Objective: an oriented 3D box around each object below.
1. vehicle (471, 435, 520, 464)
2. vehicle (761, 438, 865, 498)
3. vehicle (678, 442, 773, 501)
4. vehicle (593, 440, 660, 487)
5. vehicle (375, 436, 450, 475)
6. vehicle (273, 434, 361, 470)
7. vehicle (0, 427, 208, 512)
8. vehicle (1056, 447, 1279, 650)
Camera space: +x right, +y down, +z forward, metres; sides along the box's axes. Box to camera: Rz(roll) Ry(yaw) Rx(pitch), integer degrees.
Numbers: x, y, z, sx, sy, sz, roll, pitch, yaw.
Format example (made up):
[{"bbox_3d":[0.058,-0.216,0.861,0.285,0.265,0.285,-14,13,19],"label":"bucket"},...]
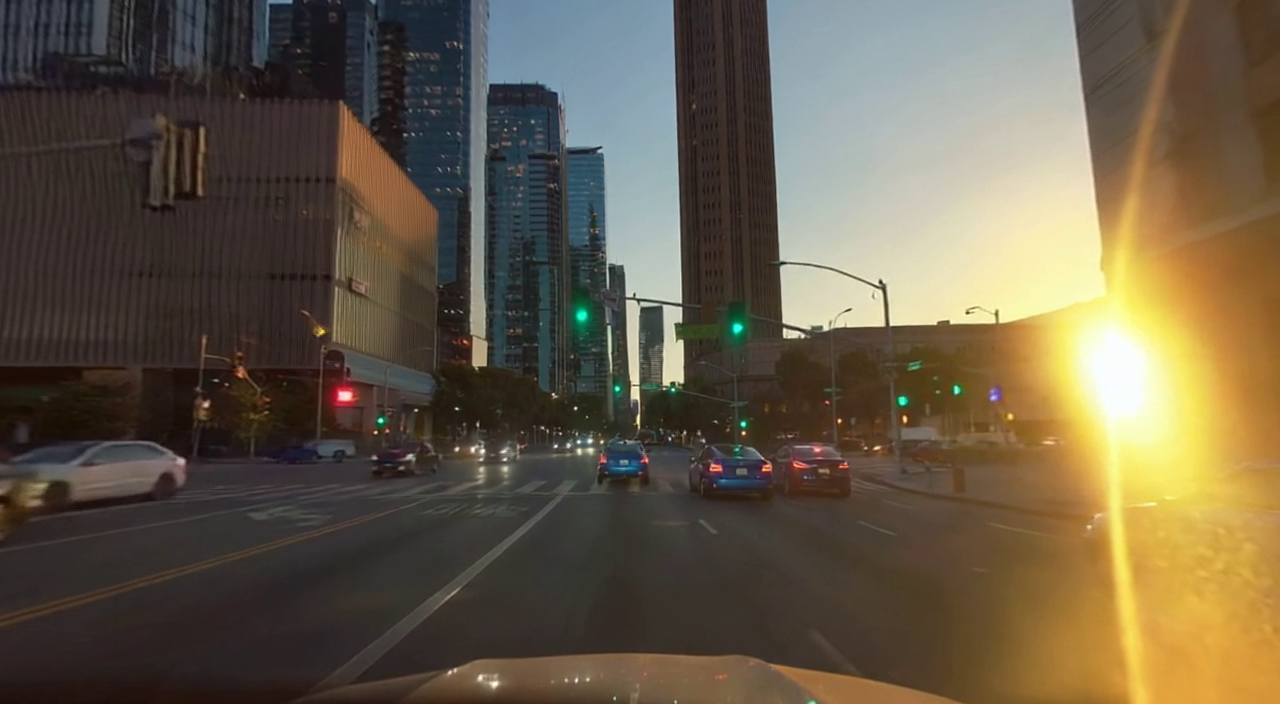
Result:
[{"bbox_3d":[-9.795,6.657,43.221,2.142,1.817,4.823,0,-9,0],"label":"vehicle"},{"bbox_3d":[5.528,3.746,20.864,2.015,1.745,4.444,0,-9,-2],"label":"vehicle"},{"bbox_3d":[2.327,3.378,18.369,1.987,1.484,4.427,0,-9,-2],"label":"vehicle"},{"bbox_3d":[-0.446,3.822,21.937,2.096,1.457,4.160,0,-9,-1],"label":"vehicle"},{"bbox_3d":[-10.160,4.660,28.593,1.879,1.637,4.100,0,-9,0],"label":"vehicle"},{"bbox_3d":[-16.184,5.061,31.983,2.087,1.676,4.567,0,-9,-1],"label":"vehicle"},{"bbox_3d":[-12.525,2.686,14.828,1.929,1.693,4.070,0,-9,-2],"label":"vehicle"},{"bbox_3d":[5.686,1.454,4.707,1.914,1.484,4.639,0,-9,-1],"label":"vehicle"}]
